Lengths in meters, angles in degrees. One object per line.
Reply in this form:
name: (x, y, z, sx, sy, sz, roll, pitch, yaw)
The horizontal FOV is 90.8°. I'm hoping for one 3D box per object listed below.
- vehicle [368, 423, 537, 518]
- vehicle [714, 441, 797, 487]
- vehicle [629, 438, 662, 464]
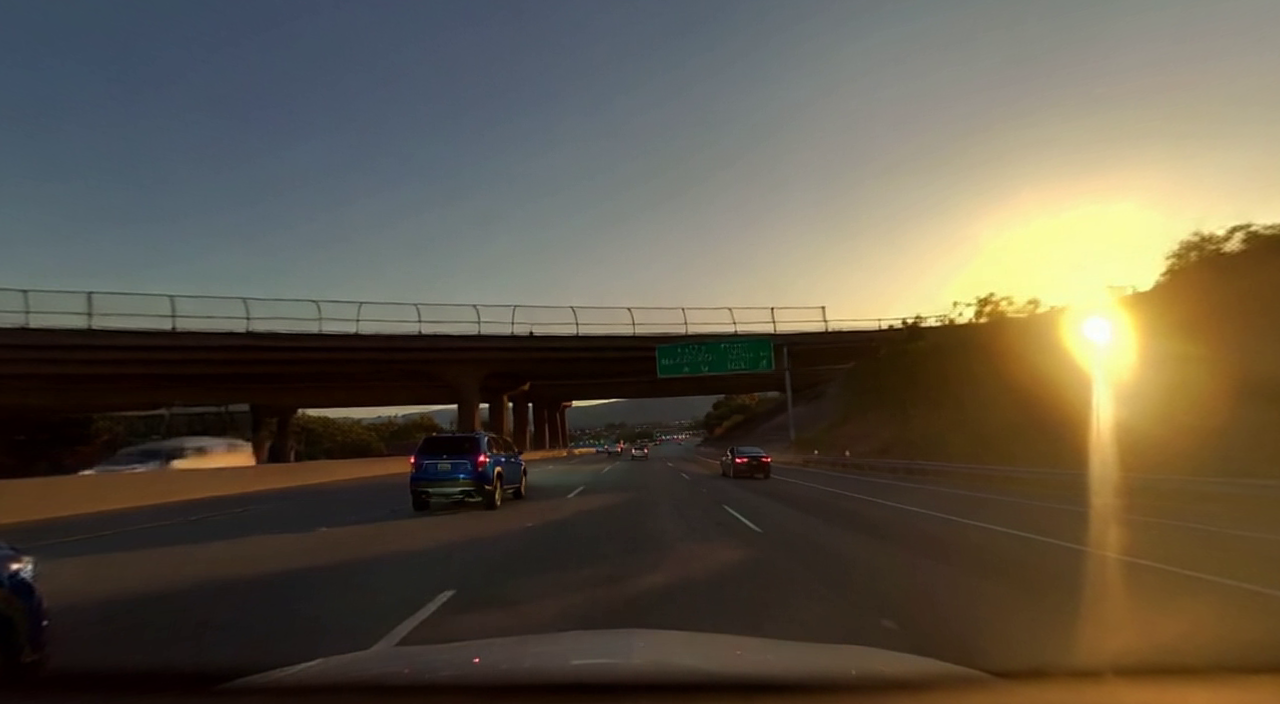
vehicle: (-3.614, 2.375, 13.127, 2.193, 1.641, 4.077, 0, -8, 1)
vehicle: (3.949, 3.901, 22.394, 2.083, 1.453, 4.307, 0, -8, -1)
vehicle: (0.442, 7.541, 48.222, 2.428, 1.841, 4.402, 0, -8, 1)
